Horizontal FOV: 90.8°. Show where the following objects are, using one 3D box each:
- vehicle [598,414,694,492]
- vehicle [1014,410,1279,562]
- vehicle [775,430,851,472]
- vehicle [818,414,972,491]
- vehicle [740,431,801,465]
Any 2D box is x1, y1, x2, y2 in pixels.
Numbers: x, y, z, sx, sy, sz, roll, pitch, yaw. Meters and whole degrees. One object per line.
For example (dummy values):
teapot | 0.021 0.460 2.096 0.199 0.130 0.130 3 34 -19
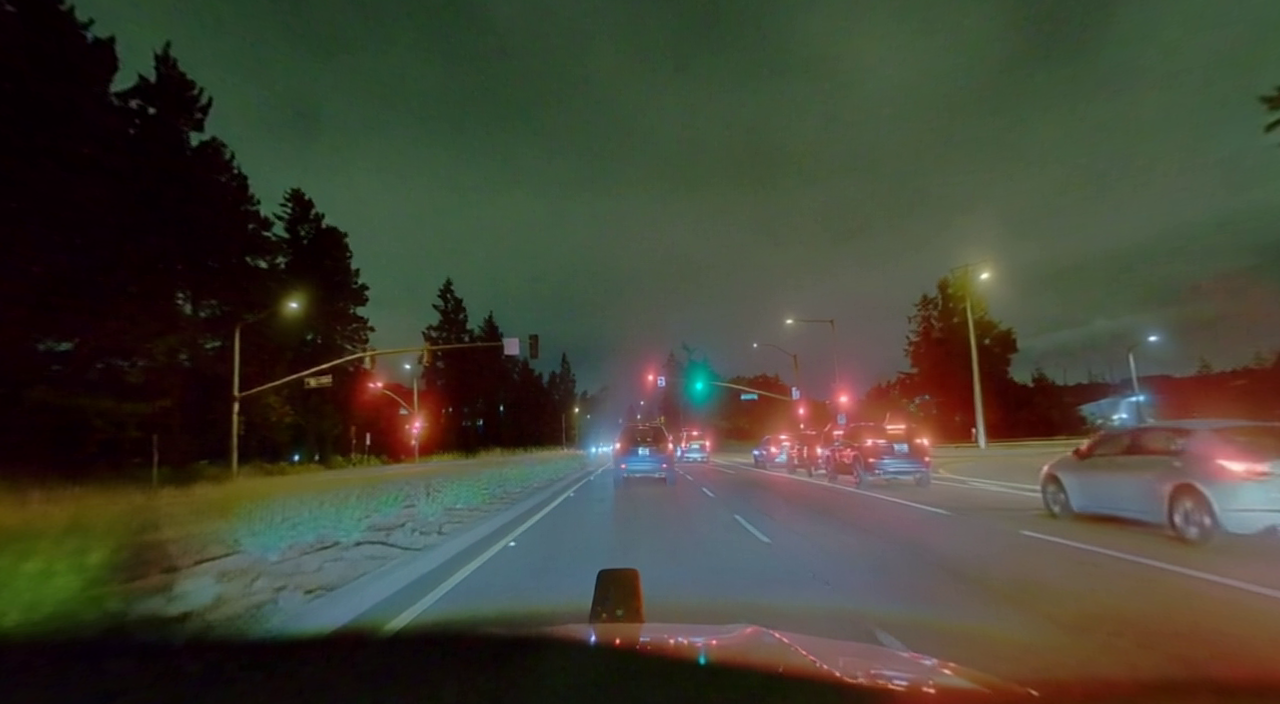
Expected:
vehicle | 0.148 2.813 17.682 2.353 1.894 4.122 0 -9 0
vehicle | 7.374 1.630 8.265 2.004 1.504 4.836 0 -9 0
vehicle | 7.345 4.261 27.283 2.025 1.642 4.189 0 -9 0
vehicle | 7.096 2.900 18.397 2.251 1.873 5.346 0 -9 0
vehicle | 7.341 5.482 36.181 2.440 1.775 4.791 0 -9 0
